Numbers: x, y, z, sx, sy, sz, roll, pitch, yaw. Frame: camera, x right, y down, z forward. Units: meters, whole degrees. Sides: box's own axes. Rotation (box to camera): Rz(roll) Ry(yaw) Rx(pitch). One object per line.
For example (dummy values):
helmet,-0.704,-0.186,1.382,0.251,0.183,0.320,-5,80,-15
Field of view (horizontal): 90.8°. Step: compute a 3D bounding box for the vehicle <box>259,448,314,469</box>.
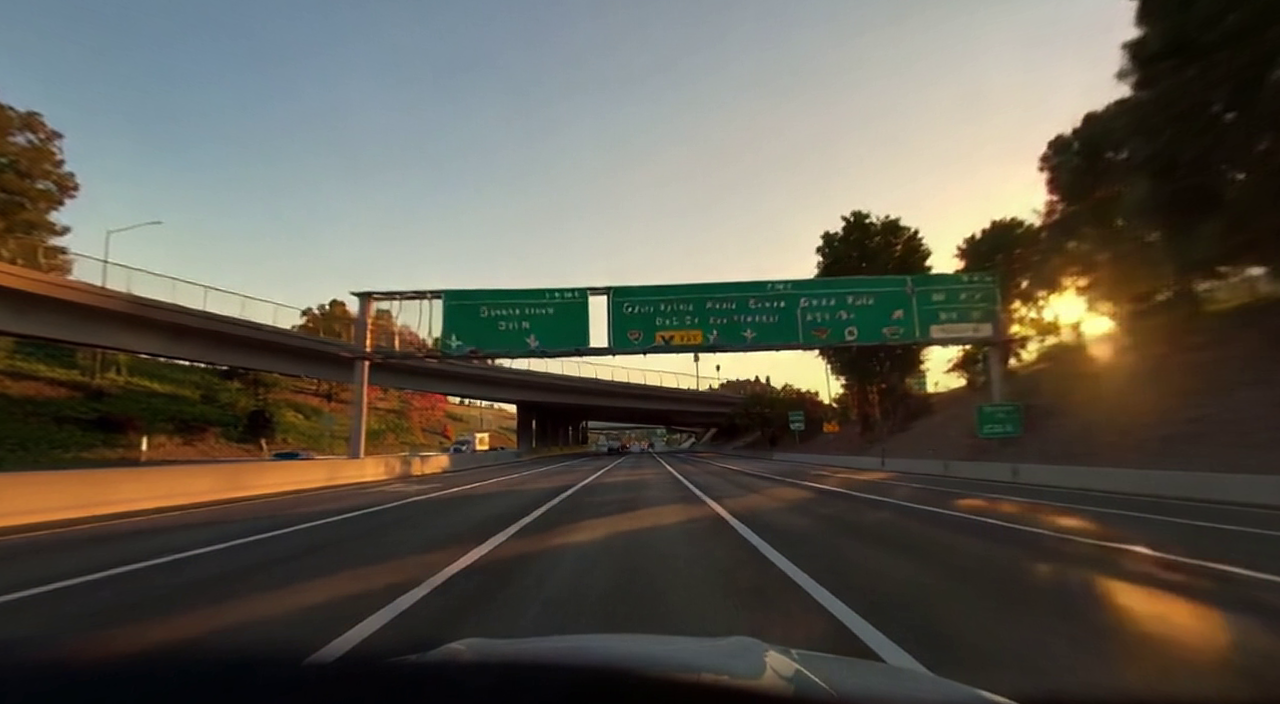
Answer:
vehicle,-27.058,8.139,48.503,1.766,1.546,4.362,0,-9,-1
